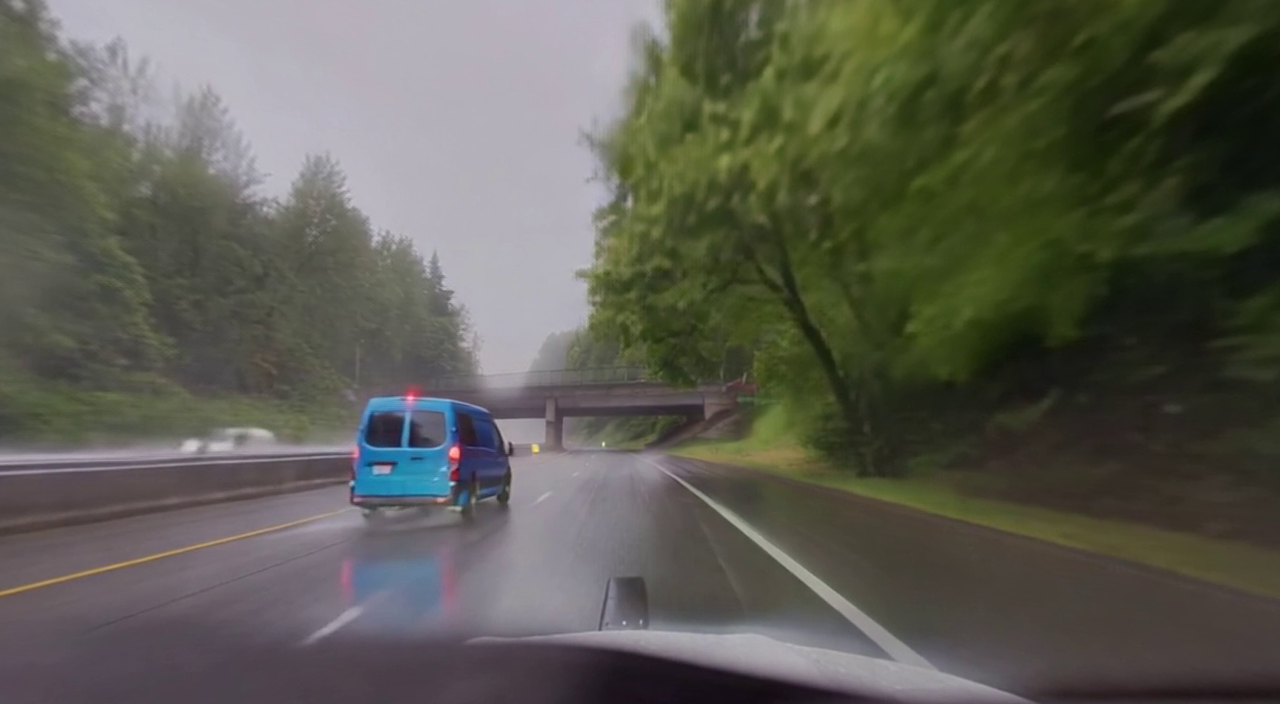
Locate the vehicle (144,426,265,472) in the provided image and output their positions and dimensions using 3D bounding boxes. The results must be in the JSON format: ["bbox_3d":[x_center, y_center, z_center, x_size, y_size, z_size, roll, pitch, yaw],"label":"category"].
[{"bbox_3d":[-20.867,4.682,30.517,2.128,2.021,5.330,0,-8,-1],"label":"vehicle"}]

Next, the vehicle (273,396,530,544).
[{"bbox_3d":[-3.507,1.882,10.683,2.372,1.891,5.061,0,-8,0],"label":"vehicle"}]
